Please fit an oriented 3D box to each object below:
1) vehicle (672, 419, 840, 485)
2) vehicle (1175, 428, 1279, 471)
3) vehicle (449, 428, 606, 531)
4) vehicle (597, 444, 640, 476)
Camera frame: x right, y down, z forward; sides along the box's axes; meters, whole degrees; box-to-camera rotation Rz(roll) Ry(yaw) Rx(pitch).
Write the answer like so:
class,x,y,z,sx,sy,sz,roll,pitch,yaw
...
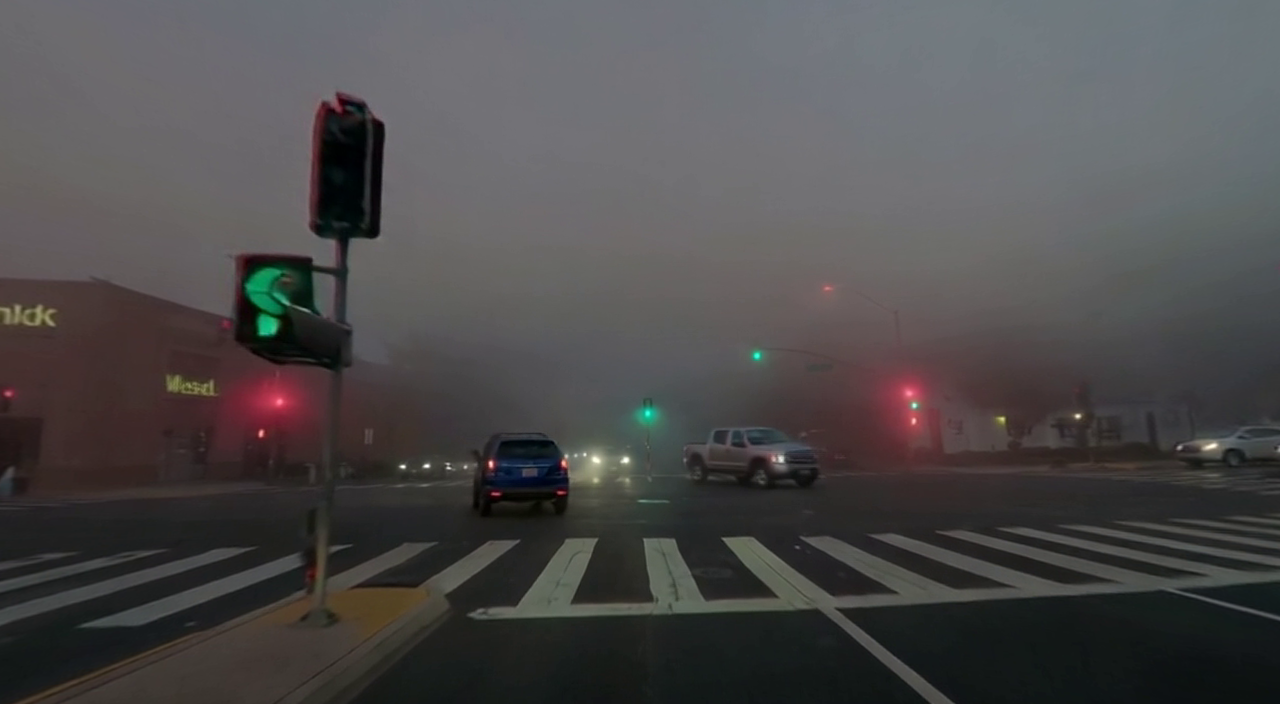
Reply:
class,x,y,z,sx,sy,sz,roll,pitch,yaw
vehicle,4.260,3.831,24.372,2.708,2.200,5.960,7,-11,-38
vehicle,23.252,3.606,23.473,5.079,1.496,1.876,0,-9,-3
vehicle,-2.578,2.595,13.510,2.238,1.762,4.445,4,-9,-24
vehicle,-1.306,6.063,35.785,2.142,1.607,4.733,1,-9,-6
